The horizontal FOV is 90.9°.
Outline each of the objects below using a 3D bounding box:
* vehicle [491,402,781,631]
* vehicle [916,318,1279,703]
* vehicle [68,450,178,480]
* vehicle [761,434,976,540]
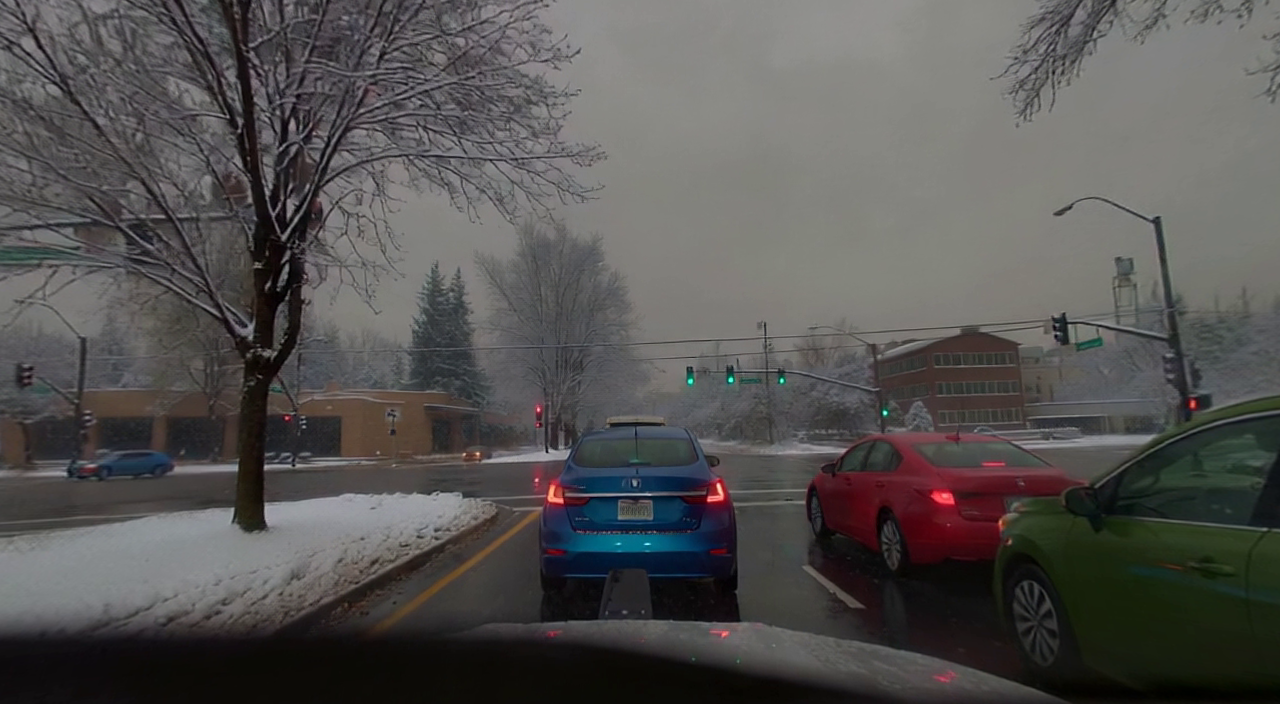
[{"bbox_3d":[-0.042,1.475,6.507,2.074,1.631,3.793,0,-9,0],"label":"vehicle"},{"bbox_3d":[3.667,0.919,3.449,2.162,1.829,4.519,0,-9,-1],"label":"vehicle"},{"bbox_3d":[-36.512,7.976,44.838,5.783,1.933,2.174,6,-11,-35],"label":"vehicle"},{"bbox_3d":[3.693,2.263,11.296,2.054,1.482,4.654,0,-9,-1],"label":"vehicle"}]
